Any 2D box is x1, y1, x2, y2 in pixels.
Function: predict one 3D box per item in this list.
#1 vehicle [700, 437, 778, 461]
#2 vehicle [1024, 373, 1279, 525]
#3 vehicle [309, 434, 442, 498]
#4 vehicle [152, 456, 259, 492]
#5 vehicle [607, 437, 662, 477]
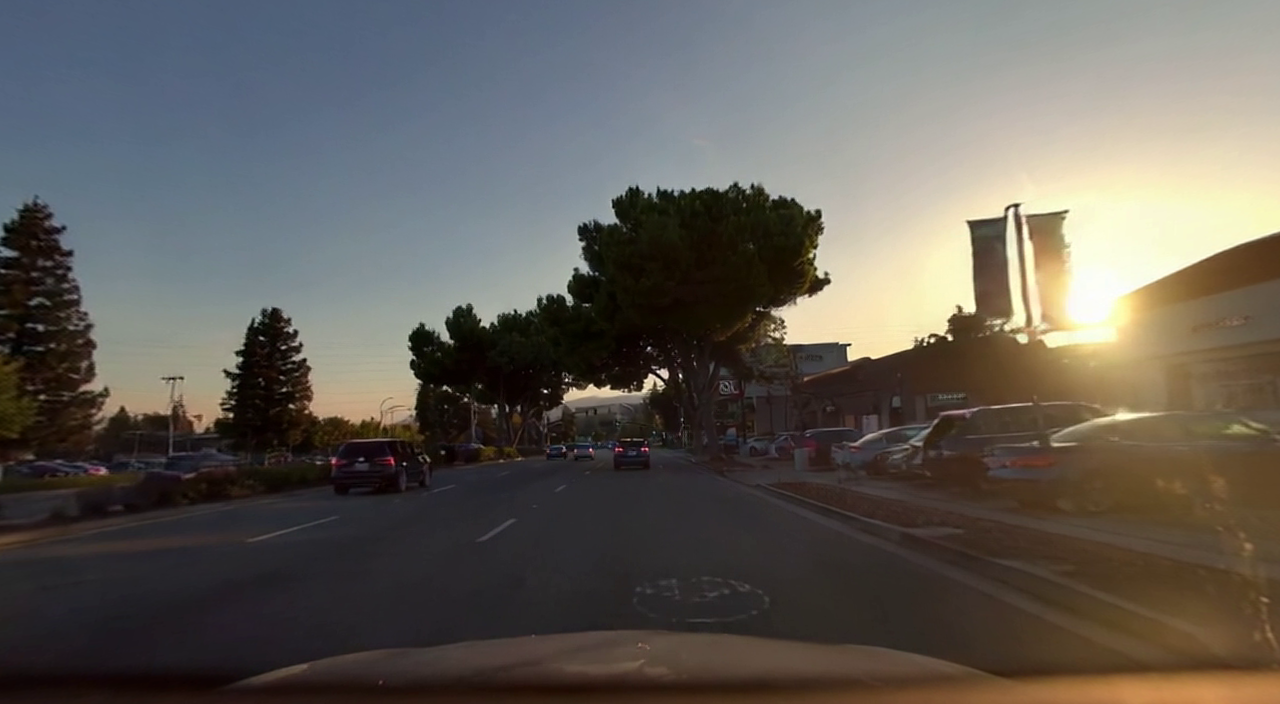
[{"bbox_3d":[6.416,6.336,41.191,4.619,1.523,1.873,1,-8,-7],"label":"vehicle"},{"bbox_3d":[8.918,1.179,8.786,5.463,1.722,2.341,-7,-9,13],"label":"vehicle"},{"bbox_3d":[-7.714,3.360,19.039,2.038,1.649,4.665,0,-8,-1],"label":"vehicle"},{"bbox_3d":[-20.256,5.677,29.701,1.963,1.456,4.339,0,-9,0],"label":"vehicle"},{"bbox_3d":[-0.255,4.205,25.509,2.061,1.469,3.954,0,-8,-2],"label":"vehicle"}]
